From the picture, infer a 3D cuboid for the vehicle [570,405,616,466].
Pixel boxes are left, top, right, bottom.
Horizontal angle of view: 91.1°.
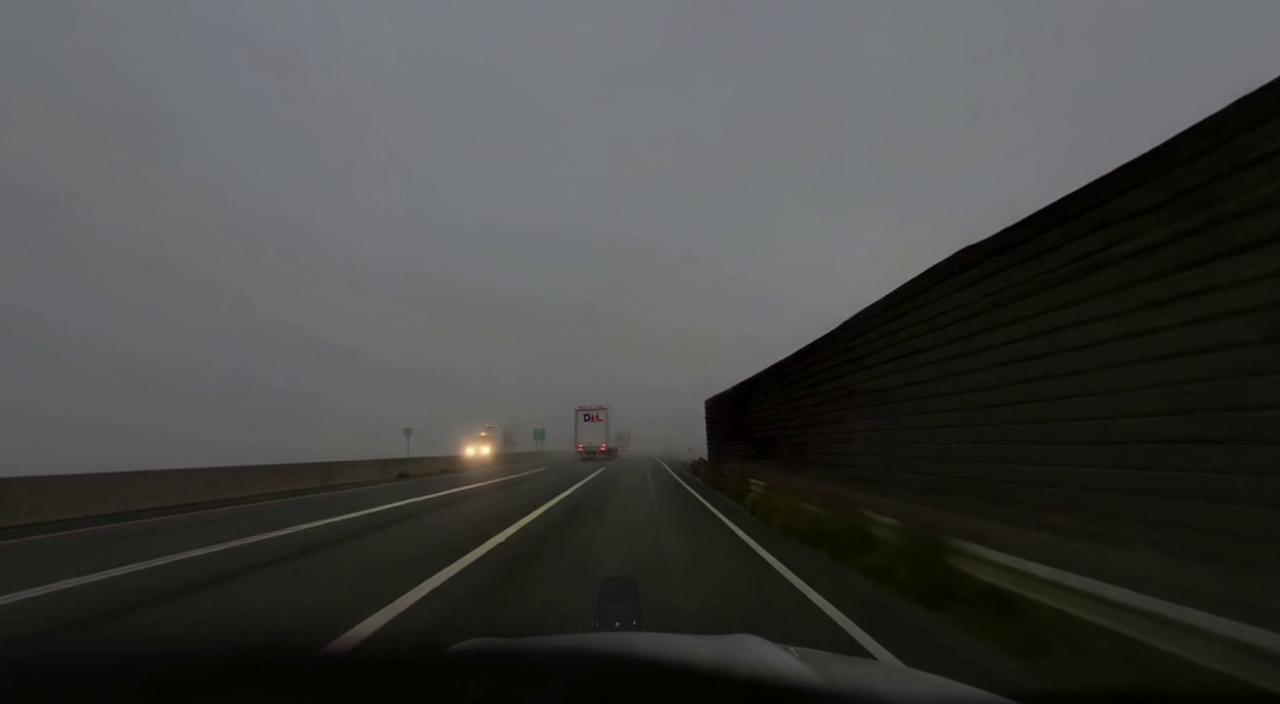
[{"bbox_3d":[-3.420,6.408,48.033,2.796,4.184,8.554,0,-8,1],"label":"vehicle"}]
